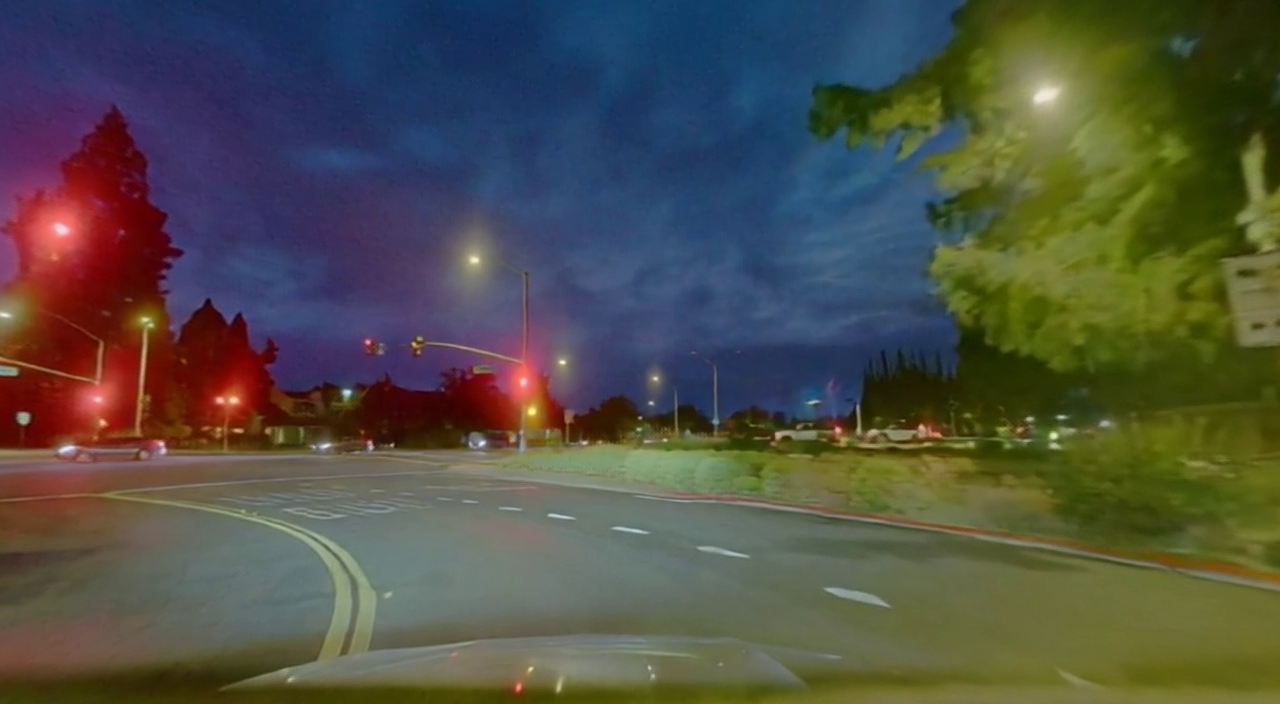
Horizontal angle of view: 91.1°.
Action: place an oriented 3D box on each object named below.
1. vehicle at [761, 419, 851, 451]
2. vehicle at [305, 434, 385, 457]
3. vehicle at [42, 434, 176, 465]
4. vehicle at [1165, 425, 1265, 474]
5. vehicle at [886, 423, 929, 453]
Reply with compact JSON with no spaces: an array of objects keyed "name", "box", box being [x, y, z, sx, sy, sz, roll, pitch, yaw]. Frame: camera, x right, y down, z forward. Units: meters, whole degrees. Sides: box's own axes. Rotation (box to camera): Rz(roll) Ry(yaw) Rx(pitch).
[{"name":"vehicle","box":[12.115,6.097,45.807,5.939,2.249,2.437,-4,-9,25]},{"name":"vehicle","box":[-20.382,6.485,43.556,1.828,1.462,4.740,-5,-10,31]},{"name":"vehicle","box":[-27.371,5.044,32.569,1.847,1.461,4.853,-5,-10,30]},{"name":"vehicle","box":[19.928,3.341,21.955,1.907,1.515,4.550,-6,-9,35]},{"name":"vehicle","box":[18.736,6.088,44.198,2.402,1.920,5.467,-3,-9,19]}]
